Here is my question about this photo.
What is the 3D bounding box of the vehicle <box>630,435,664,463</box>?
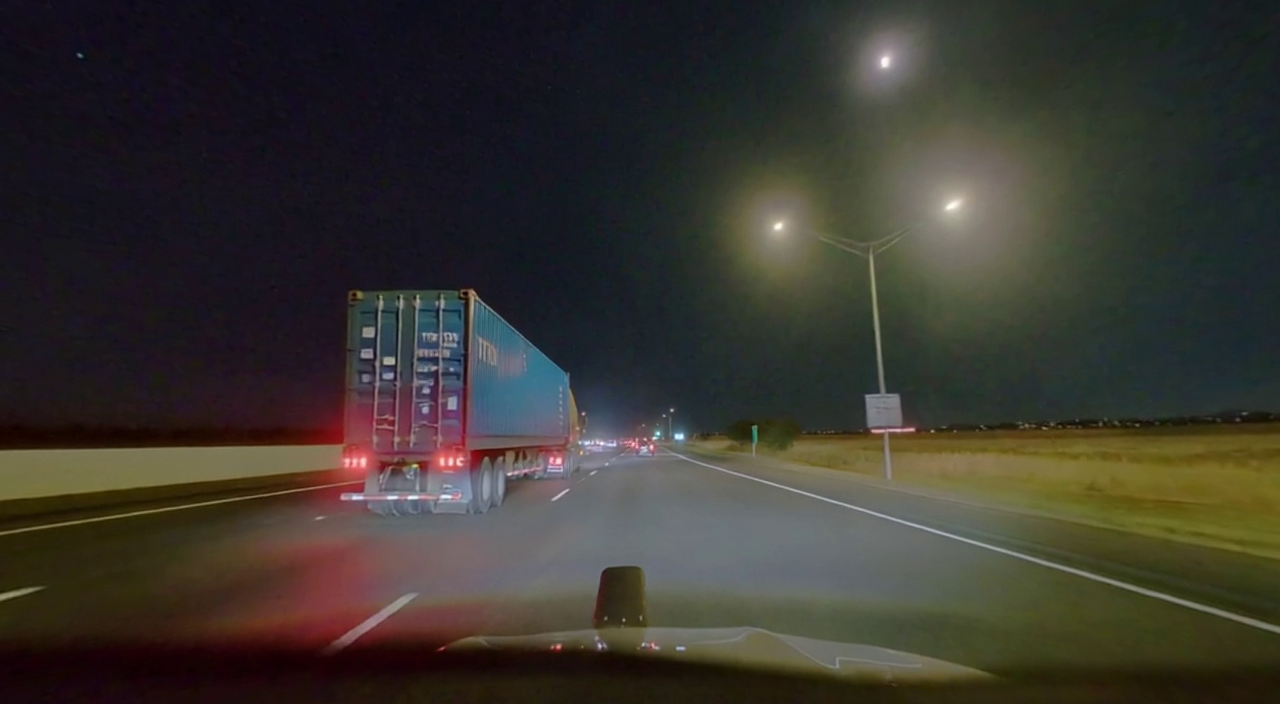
[{"bbox_3d":[0.442,6.342,41.483,2.136,1.718,4.157,0,-8,0],"label":"vehicle"}]

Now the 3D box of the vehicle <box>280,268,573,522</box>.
[{"bbox_3d":[-4.052,1.596,16.677,2.840,4.032,13.388,0,-8,1],"label":"vehicle"}]
